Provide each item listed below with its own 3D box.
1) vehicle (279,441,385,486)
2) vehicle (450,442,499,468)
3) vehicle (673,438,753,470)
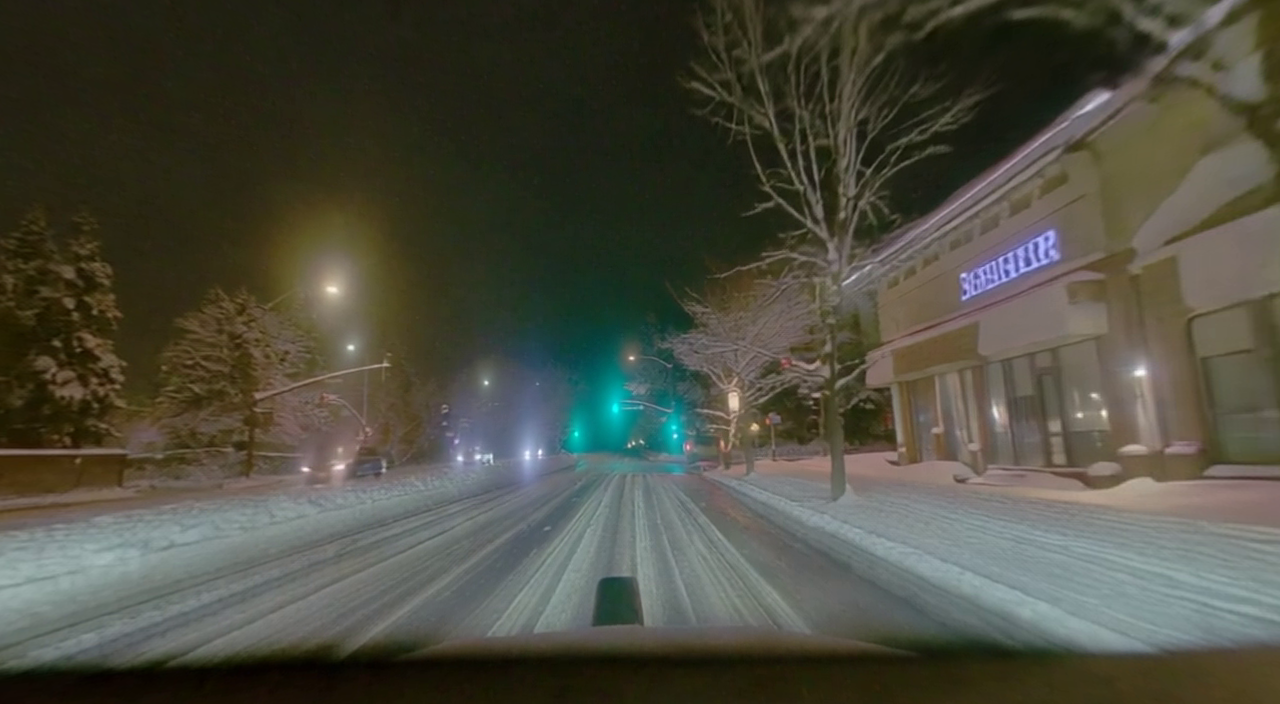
[{"bbox_3d":[-12.638,4.578,26.220,2.145,1.660,4.423,0,-9,0],"label":"vehicle"},{"bbox_3d":[-12.318,7.710,47.201,2.333,1.775,4.889,0,-9,0],"label":"vehicle"},{"bbox_3d":[4.093,5.643,34.983,2.191,1.607,4.361,-8,-12,44],"label":"vehicle"}]
